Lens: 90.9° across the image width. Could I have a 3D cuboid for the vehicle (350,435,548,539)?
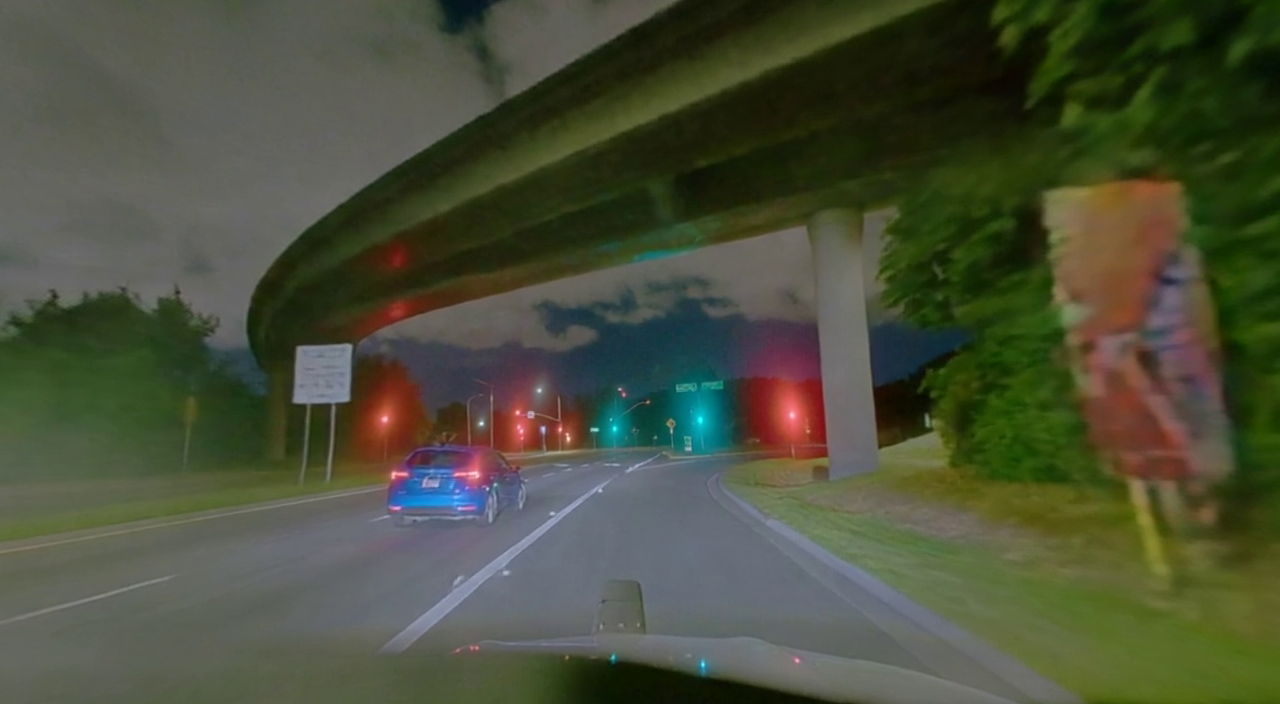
[{"bbox_3d":[-3.056,2.280,11.301,1.963,1.460,4.614,0,-9,2],"label":"vehicle"}]
